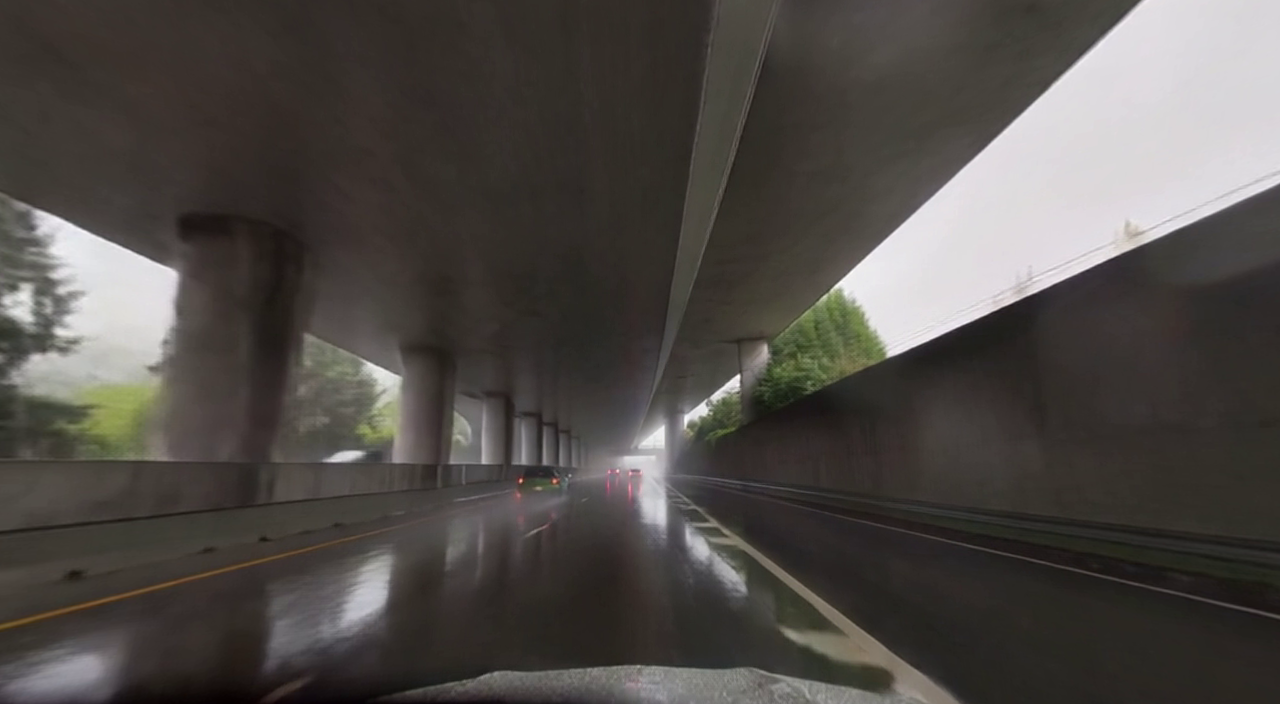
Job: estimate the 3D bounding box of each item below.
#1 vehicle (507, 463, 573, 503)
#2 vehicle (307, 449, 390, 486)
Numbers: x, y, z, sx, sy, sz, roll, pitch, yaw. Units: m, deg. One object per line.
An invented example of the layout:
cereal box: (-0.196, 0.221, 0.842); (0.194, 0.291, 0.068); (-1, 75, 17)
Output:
vehicle: (-3.962, 5.291, 25.631); (2.006, 1.469, 4.050); (1, -11, 0)
vehicle: (-13.485, 5.415, 29.474); (1.850, 1.575, 4.224); (1, -11, 0)
